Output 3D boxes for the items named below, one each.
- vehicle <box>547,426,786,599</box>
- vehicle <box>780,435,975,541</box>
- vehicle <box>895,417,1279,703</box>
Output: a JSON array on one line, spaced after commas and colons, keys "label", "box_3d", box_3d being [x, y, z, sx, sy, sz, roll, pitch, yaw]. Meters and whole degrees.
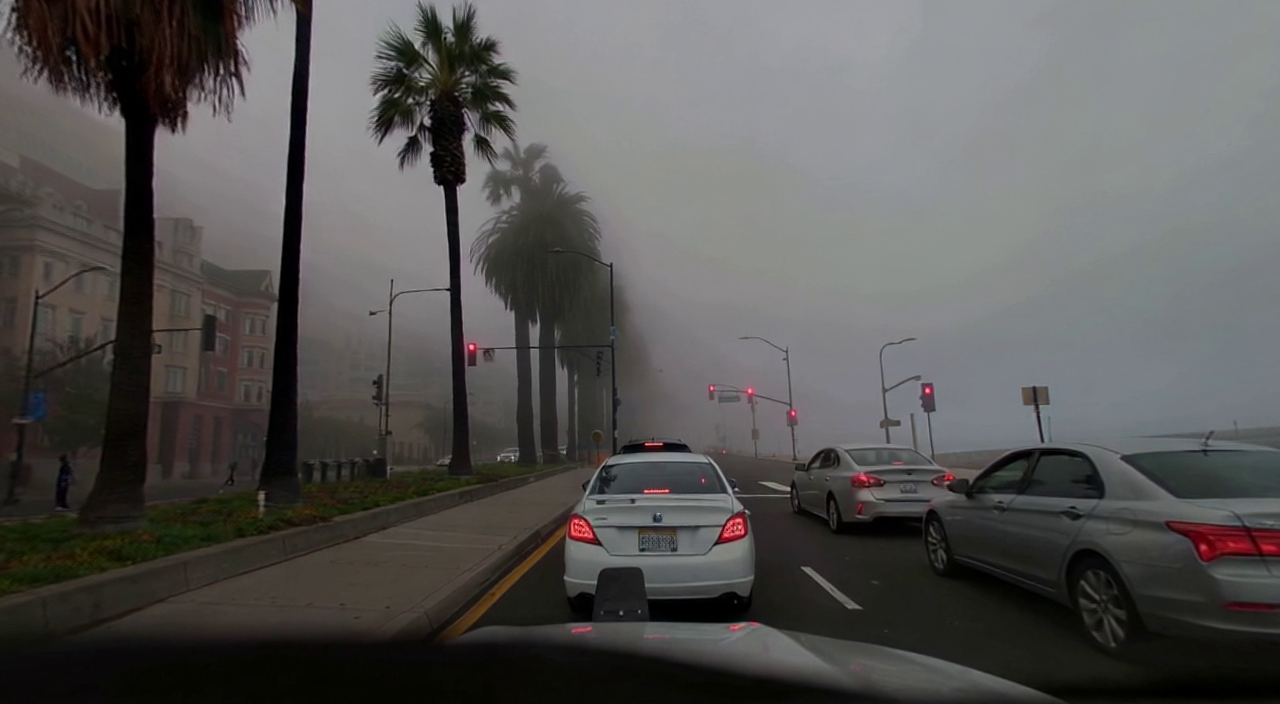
[{"label": "vehicle", "box_3d": [0.264, 1.698, 7.477, 2.093, 1.503, 3.681, 0, -9, 1]}, {"label": "vehicle", "box_3d": [3.890, 2.287, 11.295, 1.920, 1.490, 4.417, -1, -9, 3]}, {"label": "vehicle", "box_3d": [3.911, 1.363, 5.081, 1.913, 1.469, 4.425, 0, -9, 1]}]
